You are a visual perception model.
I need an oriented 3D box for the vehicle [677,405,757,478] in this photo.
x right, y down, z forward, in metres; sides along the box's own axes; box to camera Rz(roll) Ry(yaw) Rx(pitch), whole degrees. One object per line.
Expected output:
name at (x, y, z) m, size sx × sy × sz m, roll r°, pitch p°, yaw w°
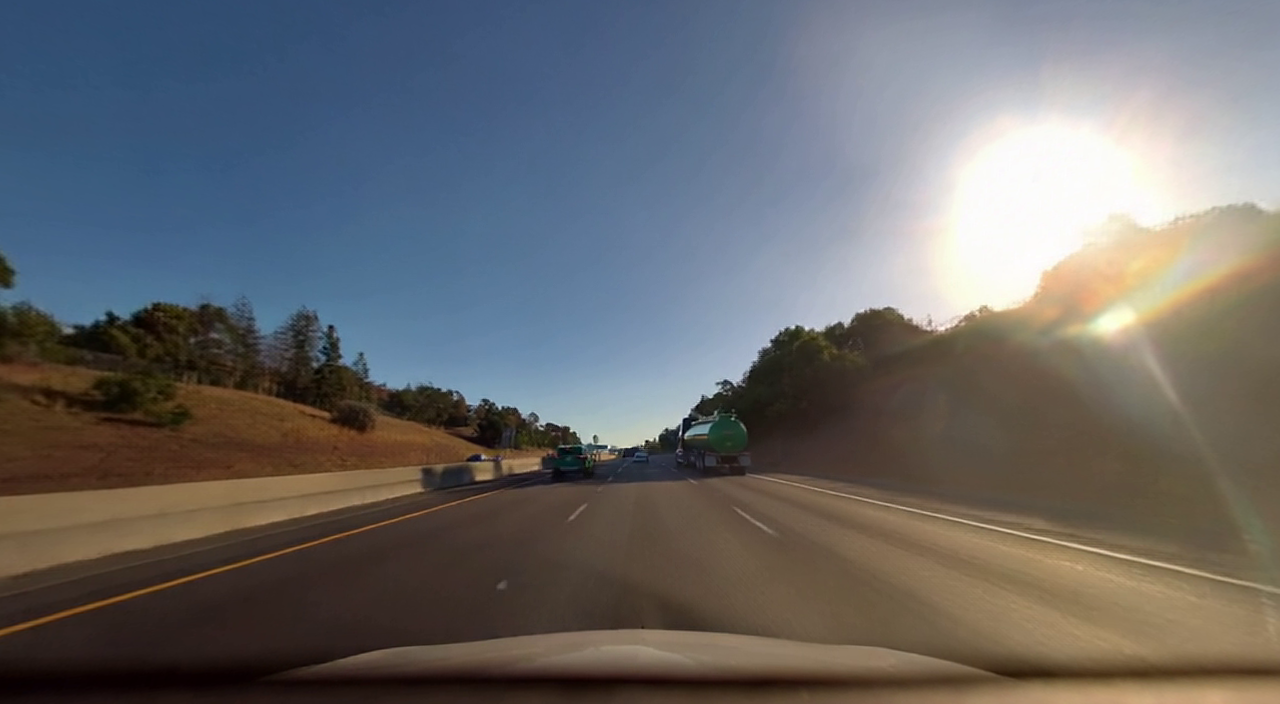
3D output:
vehicle at (4.237, 5.507, 38.445) m, size 2.889 × 3.606 × 13.832 m, roll 0°, pitch -9°, yaw -1°

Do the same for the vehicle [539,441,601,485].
vehicle at (-3.058, 4.966, 28.590) m, size 2.258 × 1.805 × 4.665 m, roll -1°, pitch -9°, yaw 1°
